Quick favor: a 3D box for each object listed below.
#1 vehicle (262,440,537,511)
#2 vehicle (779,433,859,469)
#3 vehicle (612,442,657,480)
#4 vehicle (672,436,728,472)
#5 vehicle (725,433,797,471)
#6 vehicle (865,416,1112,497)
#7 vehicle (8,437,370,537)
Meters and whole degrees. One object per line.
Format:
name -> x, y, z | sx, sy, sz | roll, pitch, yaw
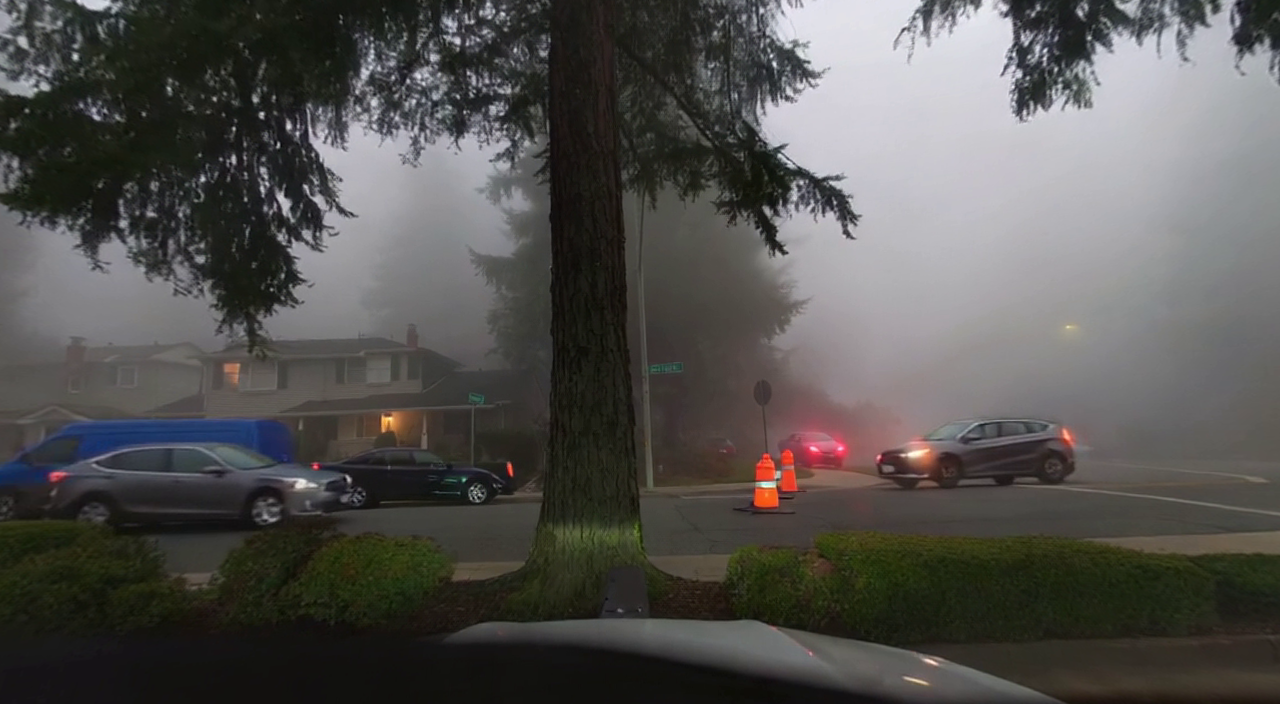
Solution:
vehicle -> -6.398, 3.406, 17.853 | 6.643, 1.777, 2.925 | 1, -9, -5
vehicle -> 8.060, 4.517, 28.922 | 1.893, 1.529, 4.422 | 1, -9, -7
vehicle -> -0.304, 4.775, 27.928 | 1.648, 1.430, 3.654 | 4, -9, -4
vehicle -> 2.598, 4.564, 28.387 | 1.745, 1.461, 4.074 | 1, -9, -5
vehicle -> 5.337, 4.483, 28.485 | 2.007, 1.555, 4.204 | 1, -9, -7
vehicle -> 8.620, 2.610, 15.955 | 5.047, 1.851, 2.103 | 1, -9, -5
vehicle -> -7.565, 2.286, 11.058 | 4.684, 1.556, 2.087 | 0, -8, -1
